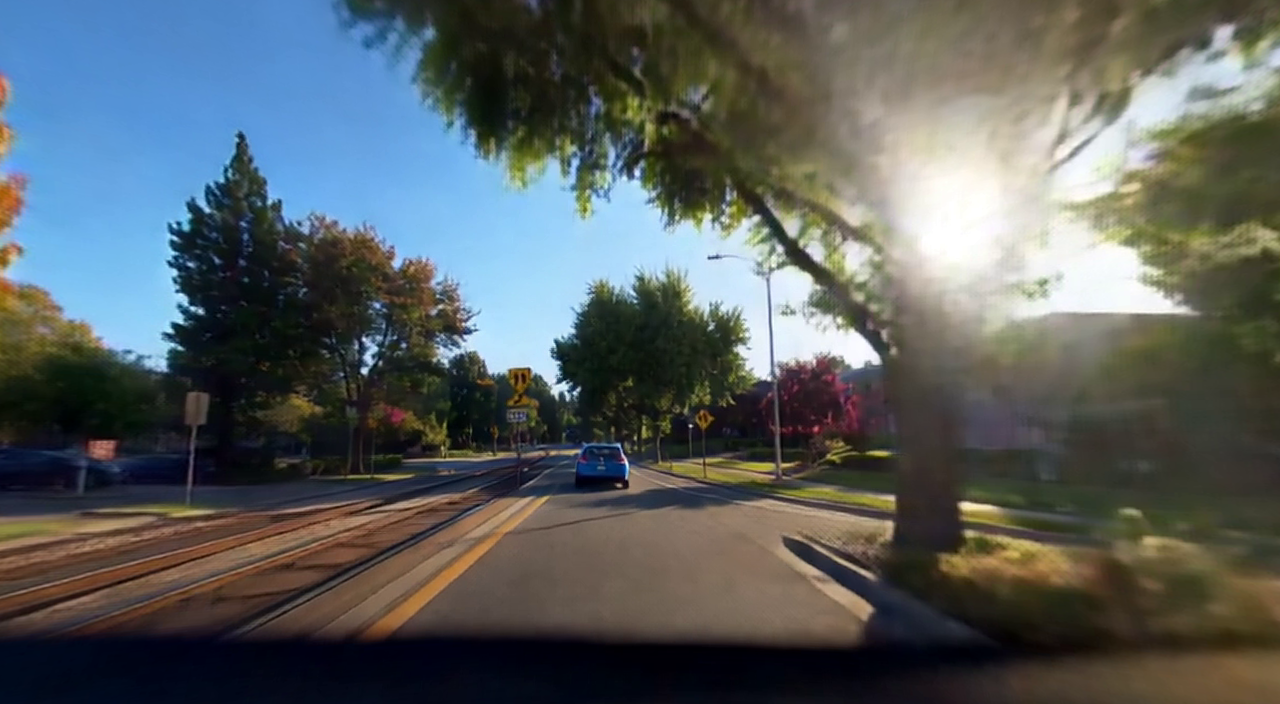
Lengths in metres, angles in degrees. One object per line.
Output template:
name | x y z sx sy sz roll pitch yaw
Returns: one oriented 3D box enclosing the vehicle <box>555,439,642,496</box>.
vehicle | -1.295 3.406 19.111 2.295 1.510 4.364 1 -8 -5
